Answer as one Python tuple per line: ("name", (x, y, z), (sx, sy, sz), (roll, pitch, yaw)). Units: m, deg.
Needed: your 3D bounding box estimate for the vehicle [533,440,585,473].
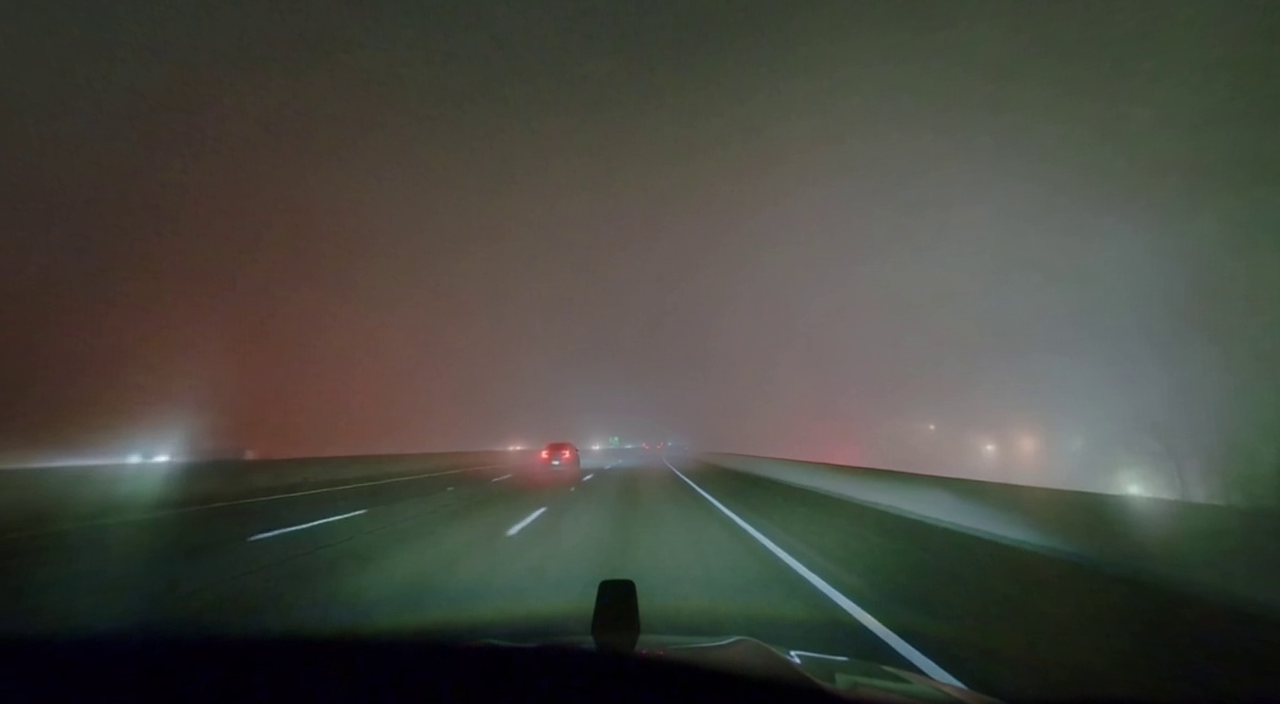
("vehicle", (-4.043, 5.320, 32.142), (1.961, 1.540, 4.487), (-1, -9, 2))
